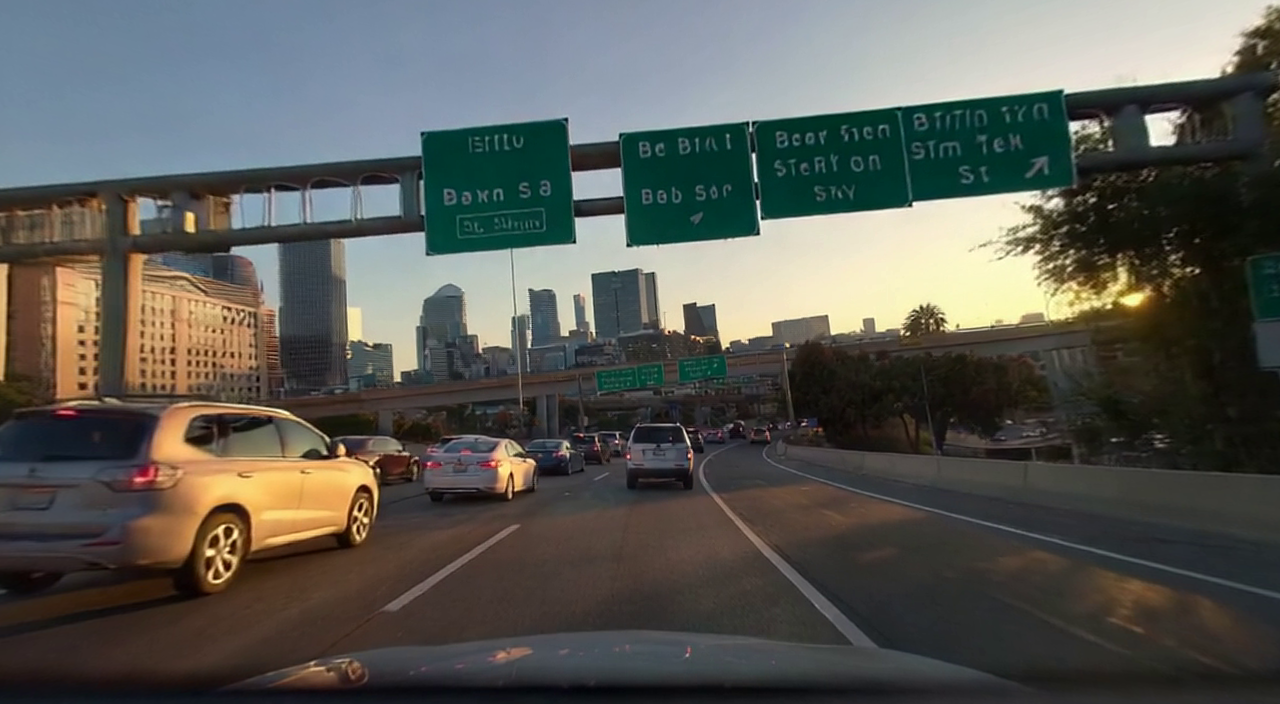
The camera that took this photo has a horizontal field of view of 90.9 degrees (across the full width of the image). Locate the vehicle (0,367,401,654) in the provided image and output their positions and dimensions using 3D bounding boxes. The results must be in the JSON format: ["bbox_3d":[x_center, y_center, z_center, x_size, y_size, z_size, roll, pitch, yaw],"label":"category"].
[{"bbox_3d":[-4.134,1.334,6.259,1.850,1.862,4.150,0,-9,0],"label":"vehicle"}]

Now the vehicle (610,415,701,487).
[{"bbox_3d":[0.602,3.310,21.237,2.616,2.063,5.933,0,-9,3],"label":"vehicle"}]

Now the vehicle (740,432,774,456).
[{"bbox_3d":[8.905,6.974,47.731,2.329,1.760,4.525,-2,-9,12],"label":"vehicle"}]

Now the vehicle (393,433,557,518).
[{"bbox_3d":[-3.286,2.586,13.814,1.998,1.494,5.020,0,-9,3],"label":"vehicle"}]
